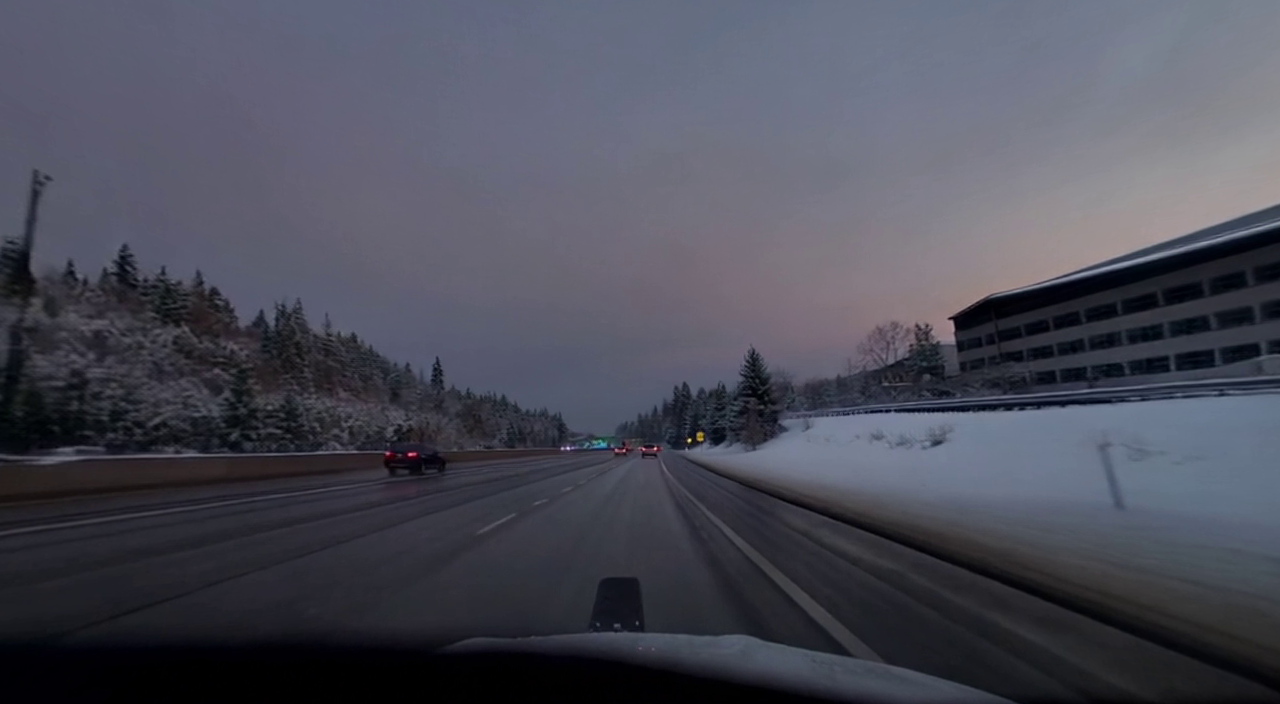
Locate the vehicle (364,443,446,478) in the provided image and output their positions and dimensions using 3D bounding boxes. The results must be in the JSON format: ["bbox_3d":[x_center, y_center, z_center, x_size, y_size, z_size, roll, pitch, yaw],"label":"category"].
[{"bbox_3d":[-10.535,4.875,28.741,1.914,1.440,4.467,0,-8,1],"label":"vehicle"}]

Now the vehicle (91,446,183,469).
[{"bbox_3d":[-34.334,7.198,43.285,2.309,1.451,4.637,-1,-9,4],"label":"vehicle"}]
